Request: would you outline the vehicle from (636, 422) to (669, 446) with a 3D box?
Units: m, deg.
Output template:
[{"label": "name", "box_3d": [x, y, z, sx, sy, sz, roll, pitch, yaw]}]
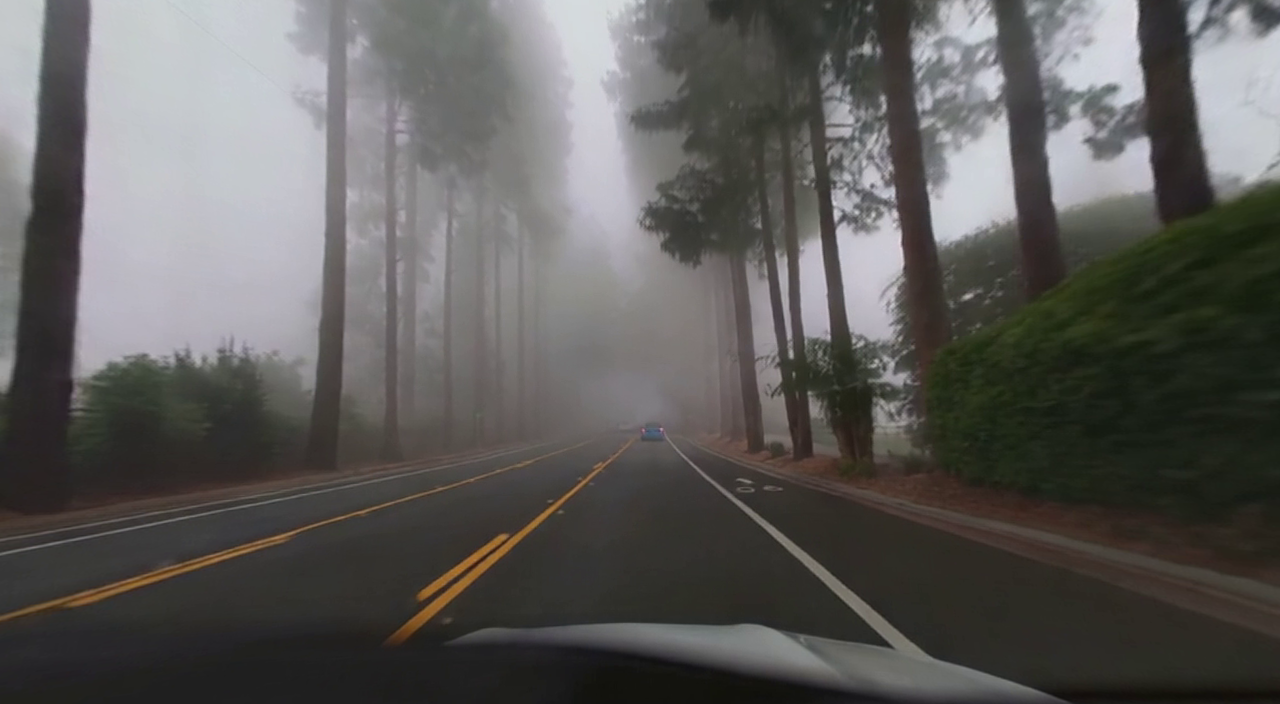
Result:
[{"label": "vehicle", "box_3d": [0.851, 5.455, 42.070, 2.067, 1.486, 3.861, -1, -8, 1]}]
